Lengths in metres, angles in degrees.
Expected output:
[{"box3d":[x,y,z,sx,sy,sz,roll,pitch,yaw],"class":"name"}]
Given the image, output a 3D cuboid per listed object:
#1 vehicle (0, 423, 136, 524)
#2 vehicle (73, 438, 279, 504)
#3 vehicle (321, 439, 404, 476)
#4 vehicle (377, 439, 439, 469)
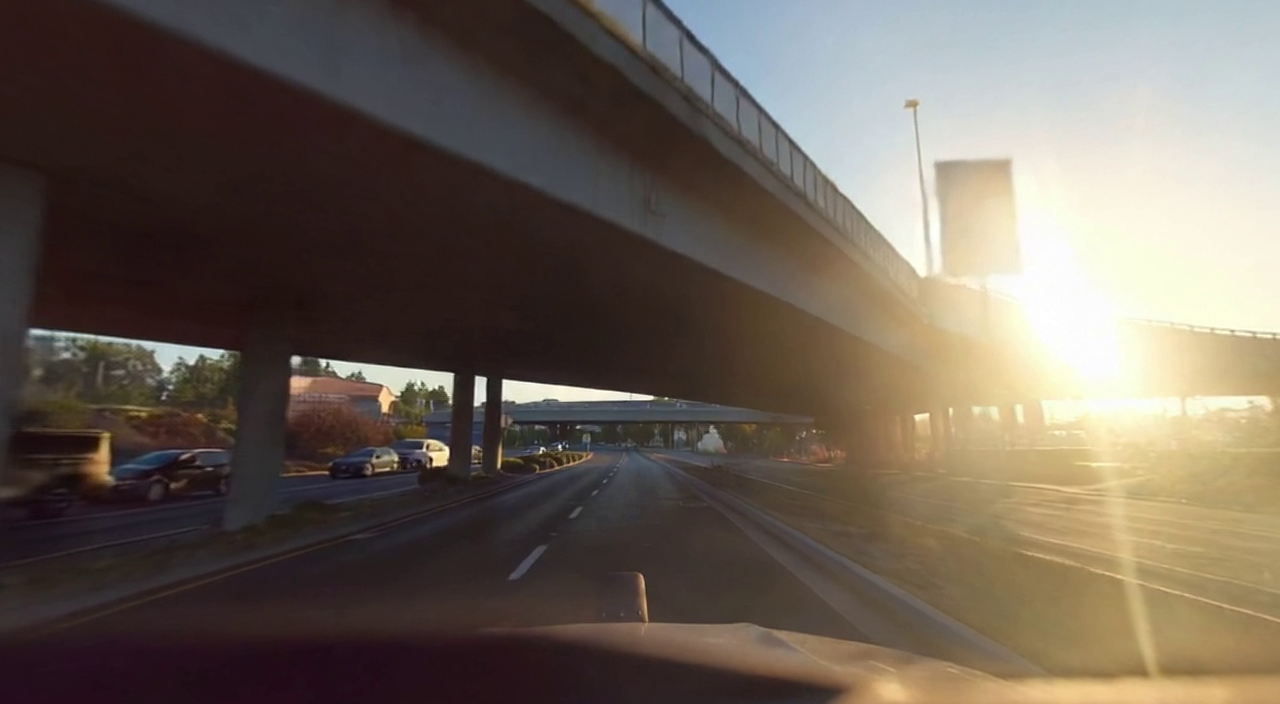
[{"box3d":[-12.811,2.229,11.767,2.064,1.809,5.545,2,-8,2],"class":"vehicle"},{"box3d":[-12.855,3.278,18.078,2.074,1.529,5.079,2,-8,-1],"class":"vehicle"},{"box3d":[-12.889,4.902,29.721,1.907,1.553,4.683,0,-8,-2],"class":"vehicle"},{"box3d":[-13.134,5.786,36.081,1.961,1.576,4.131,0,-8,0],"class":"vehicle"}]
